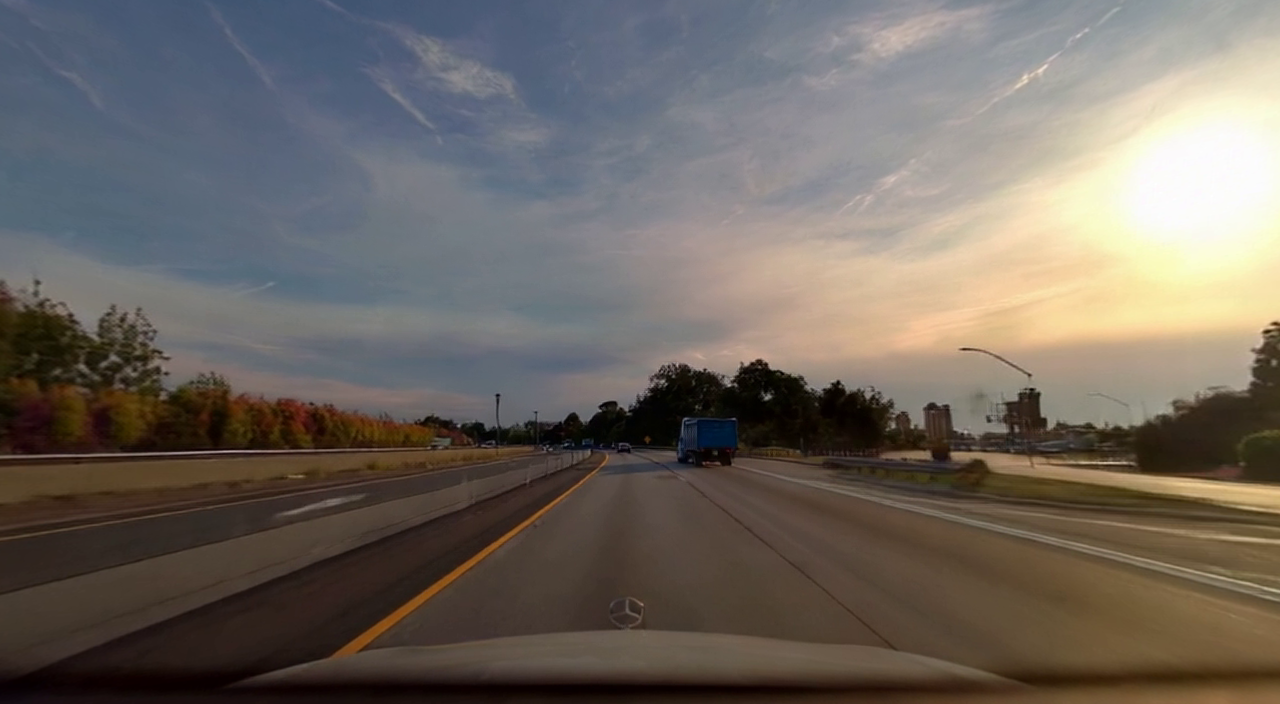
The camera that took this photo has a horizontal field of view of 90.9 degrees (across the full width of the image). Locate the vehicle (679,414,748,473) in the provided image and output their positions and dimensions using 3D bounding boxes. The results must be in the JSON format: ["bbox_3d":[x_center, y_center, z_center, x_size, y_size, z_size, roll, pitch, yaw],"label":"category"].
[{"bbox_3d":[3.359,4.374,30.200,2.430,2.495,6.062,0,-8,-1],"label":"vehicle"}]
